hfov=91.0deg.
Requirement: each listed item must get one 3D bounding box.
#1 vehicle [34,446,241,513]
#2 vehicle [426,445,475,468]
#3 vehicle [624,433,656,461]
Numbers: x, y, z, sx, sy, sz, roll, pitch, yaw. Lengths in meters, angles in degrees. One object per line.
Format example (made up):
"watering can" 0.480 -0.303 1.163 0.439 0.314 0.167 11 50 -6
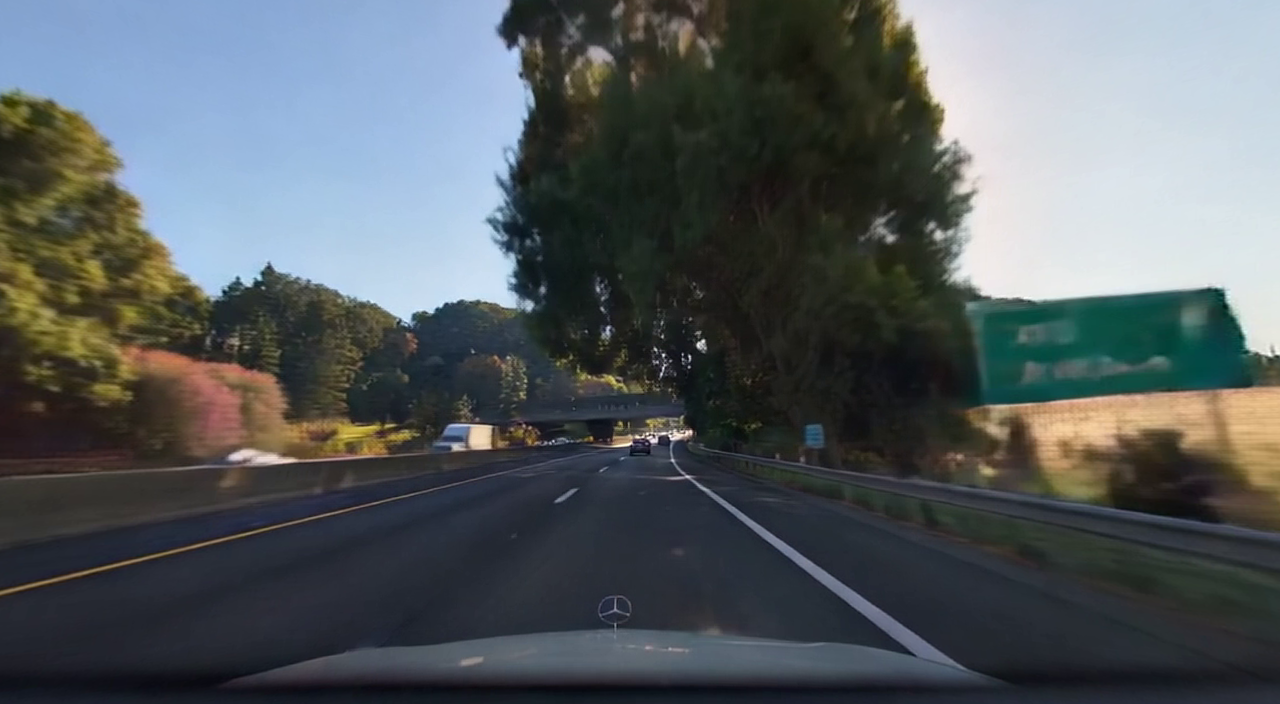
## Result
"vehicle" -13.186 3.325 16.969 1.935 1.490 4.367 -1 -8 1
"vehicle" -13.024 7.162 43.468 1.931 1.456 4.160 -1 -8 3
"vehicle" 0.028 6.666 44.305 2.188 1.825 4.282 -1 -8 1
